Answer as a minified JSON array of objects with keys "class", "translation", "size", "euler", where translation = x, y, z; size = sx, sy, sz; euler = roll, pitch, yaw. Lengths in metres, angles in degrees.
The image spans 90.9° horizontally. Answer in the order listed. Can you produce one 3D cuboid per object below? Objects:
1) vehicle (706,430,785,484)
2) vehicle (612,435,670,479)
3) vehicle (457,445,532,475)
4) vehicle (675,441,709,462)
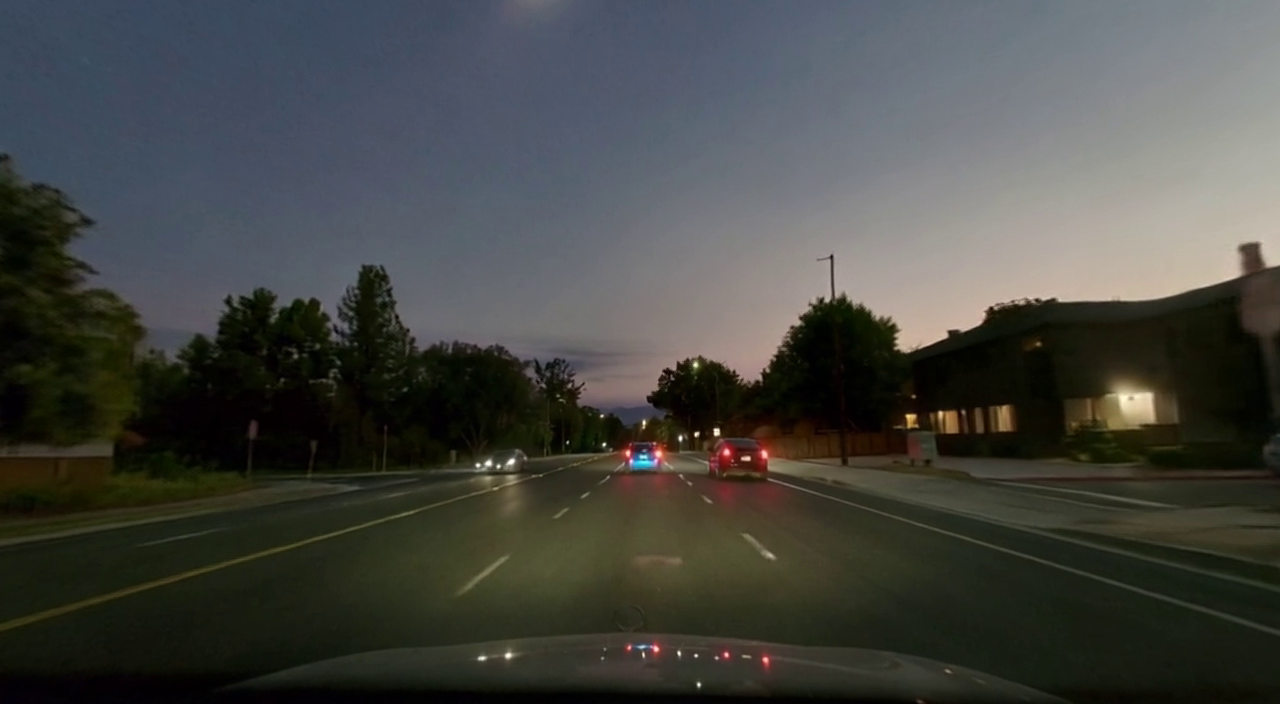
[{"class":"vehicle","translation":[3.620,3.722,22.523],"size":[2.024,1.711,4.512],"euler":[0,-9,0]},{"class":"vehicle","translation":[0.061,4.293,26.002],"size":[2.200,1.653,4.127],"euler":[-1,-9,1]},{"class":"vehicle","translation":[-8.984,6.657,38.840],"size":[4.296,1.611,1.942],"euler":[-8,-11,26]},{"class":"vehicle","translation":[3.812,7.412,46.898],"size":[2.099,1.463,4.130],"euler":[0,-9,0]}]
